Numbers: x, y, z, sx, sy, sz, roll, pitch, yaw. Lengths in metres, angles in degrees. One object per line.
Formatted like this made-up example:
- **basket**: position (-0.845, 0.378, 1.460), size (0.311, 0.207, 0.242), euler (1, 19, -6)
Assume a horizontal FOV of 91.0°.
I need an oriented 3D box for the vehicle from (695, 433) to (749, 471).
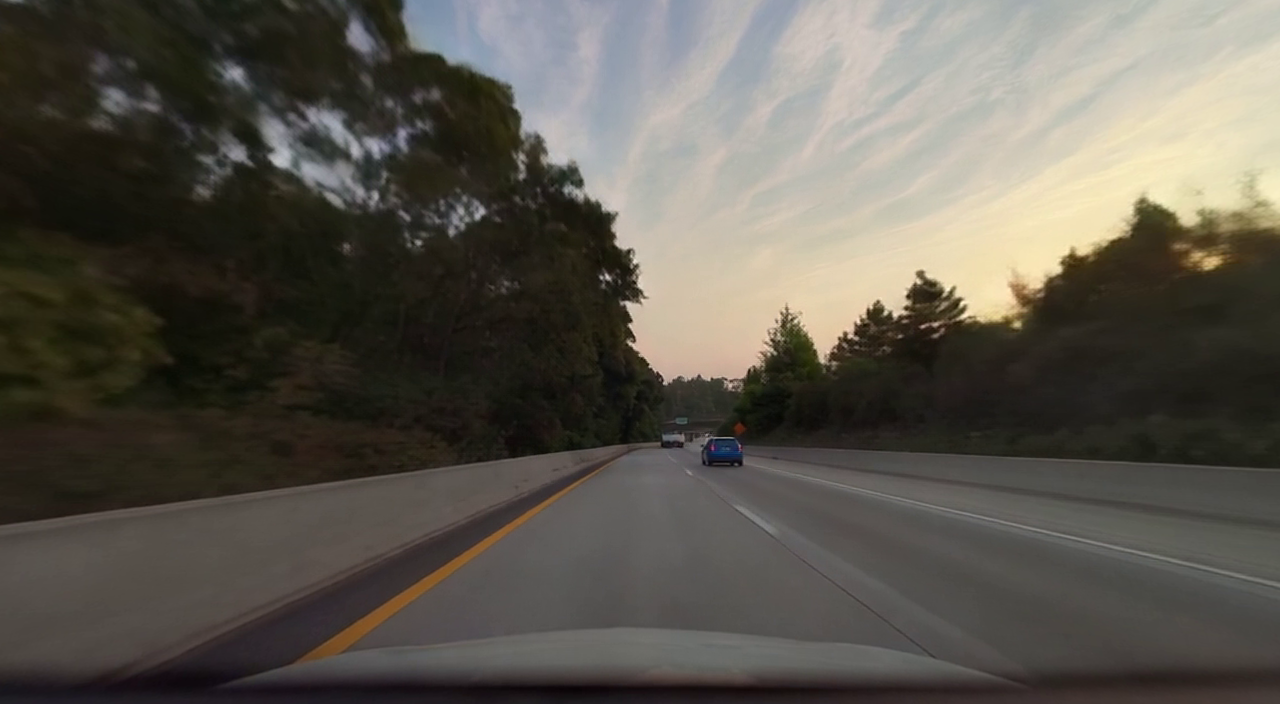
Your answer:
- **vehicle**: position (3.847, 4.762, 30.241), size (2.022, 1.663, 4.245), euler (-1, -8, 0)
